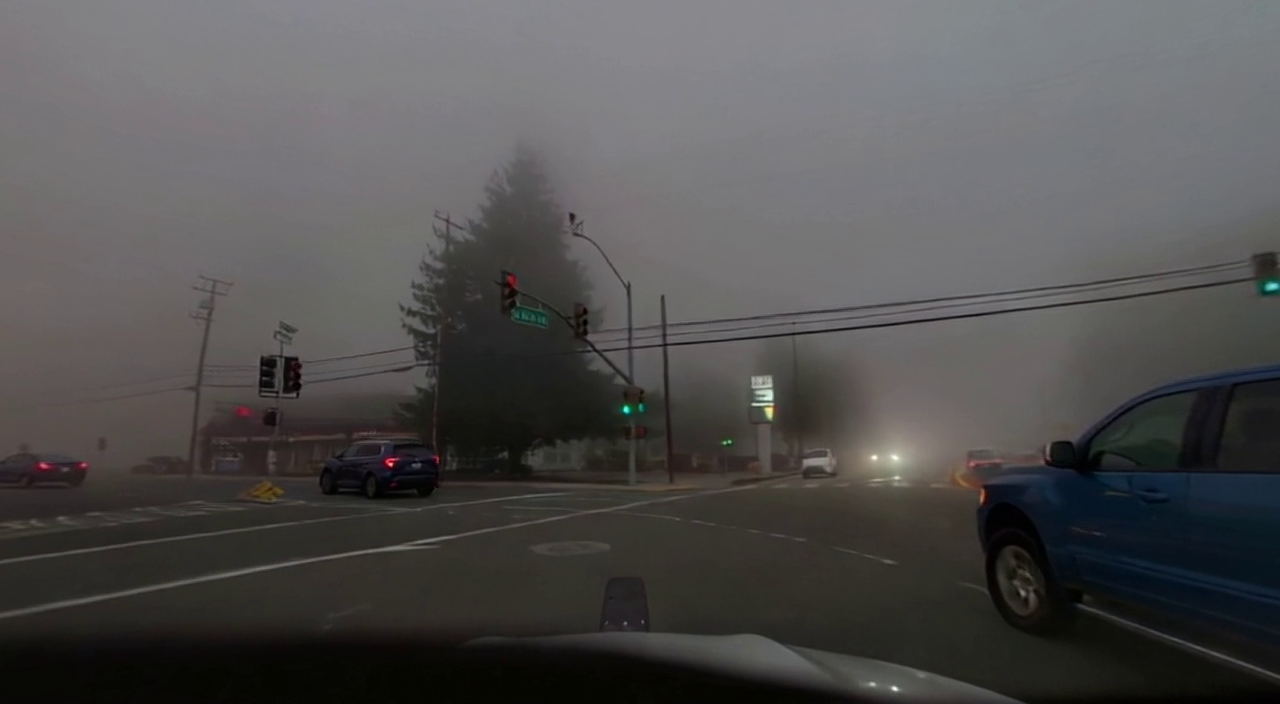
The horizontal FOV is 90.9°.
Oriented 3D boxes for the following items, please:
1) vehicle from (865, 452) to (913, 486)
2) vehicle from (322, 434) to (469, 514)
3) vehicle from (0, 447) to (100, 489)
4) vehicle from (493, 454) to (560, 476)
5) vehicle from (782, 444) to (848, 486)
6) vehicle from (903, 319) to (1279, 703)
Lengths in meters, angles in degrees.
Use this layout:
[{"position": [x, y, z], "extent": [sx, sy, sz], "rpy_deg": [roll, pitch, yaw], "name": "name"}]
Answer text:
[{"position": [12.438, 5.757, 31.301], "extent": [1.856, 1.448, 4.455], "rpy_deg": [-4, -9, 25], "name": "vehicle"}, {"position": [-6.824, 3.218, 17.303], "extent": [2.141, 1.842, 4.889], "rpy_deg": [7, -11, -40], "name": "vehicle"}, {"position": [-26.424, 5.067, 27.867], "extent": [4.498, 1.725, 1.921], "rpy_deg": [-4, -9, 24], "name": "vehicle"}, {"position": [-8.157, 8.121, 45.533], "extent": [4.495, 1.399, 1.715], "rpy_deg": [6, -10, -36], "name": "vehicle"}, {"position": [8.916, 5.596, 31.762], "extent": [2.303, 1.895, 5.301], "rpy_deg": [-4, -9, 24], "name": "vehicle"}, {"position": [3.713, 0.910, 3.598], "extent": [2.036, 1.818, 5.192], "rpy_deg": [0, -8, -2], "name": "vehicle"}]
